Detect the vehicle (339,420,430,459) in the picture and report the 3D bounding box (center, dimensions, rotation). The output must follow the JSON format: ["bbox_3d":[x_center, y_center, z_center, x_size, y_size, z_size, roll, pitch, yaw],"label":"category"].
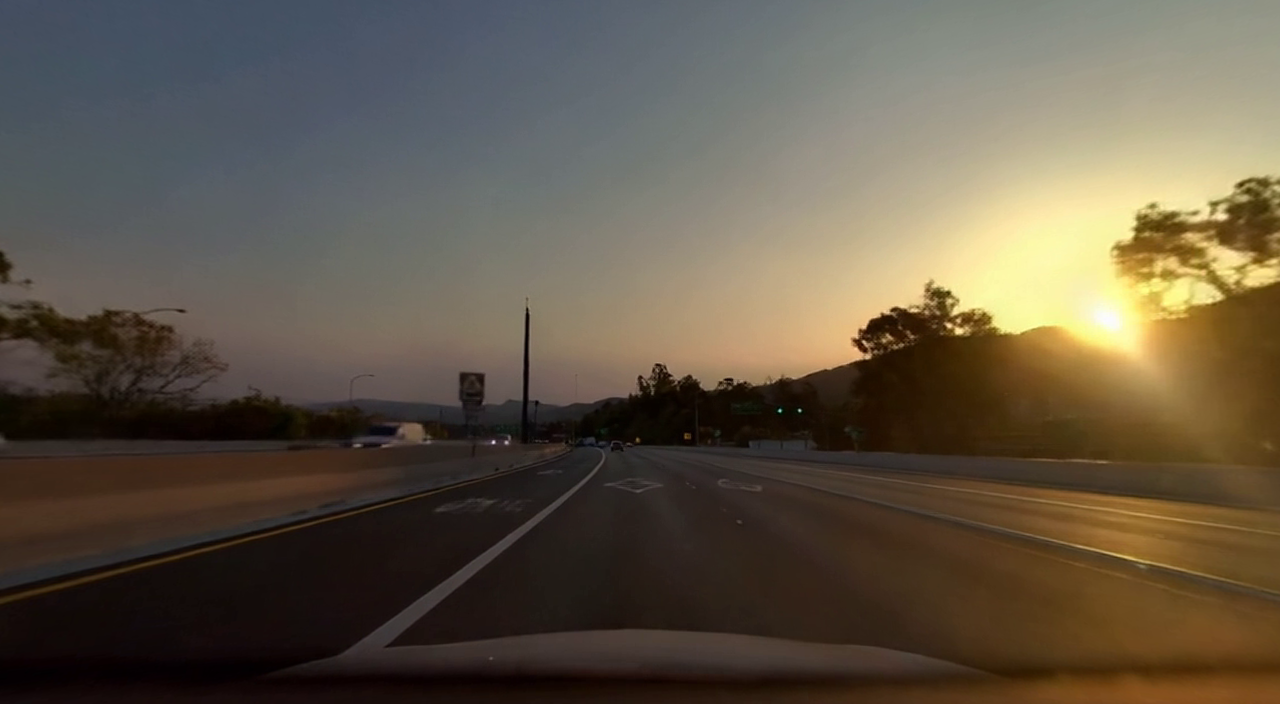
[{"bbox_3d":[-13.250,4.636,33.250,2.342,1.855,5.974,0,-8,-1],"label":"vehicle"}]
